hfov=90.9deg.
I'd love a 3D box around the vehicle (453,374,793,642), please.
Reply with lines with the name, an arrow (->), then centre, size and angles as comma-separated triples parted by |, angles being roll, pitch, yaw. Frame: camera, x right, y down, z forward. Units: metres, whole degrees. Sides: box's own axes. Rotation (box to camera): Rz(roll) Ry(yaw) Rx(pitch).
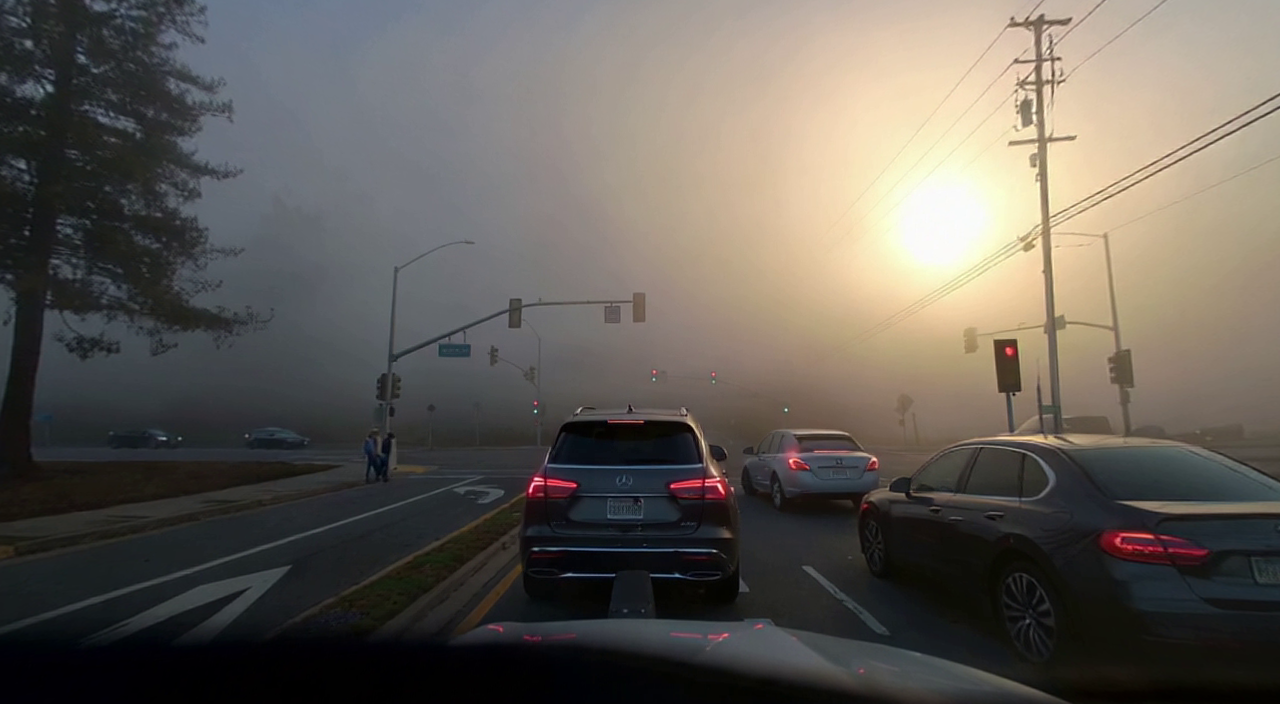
vehicle -> -0.164, 1.366, 6.542 | 2.271, 1.786, 4.443 | 0, -8, -1

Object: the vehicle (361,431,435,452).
vehicle -> -17.744, 6.559, 46.371 | 4.607, 1.478, 1.995 | 0, -8, 0

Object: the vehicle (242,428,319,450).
vehicle -> -26.846, 6.534, 47.223 | 4.587, 1.639, 1.878 | 0, -8, 1

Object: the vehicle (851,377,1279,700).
vehicle -> 3.560, 1.289, 5.564 | 1.948, 1.677, 4.437 | 0, -8, 1
